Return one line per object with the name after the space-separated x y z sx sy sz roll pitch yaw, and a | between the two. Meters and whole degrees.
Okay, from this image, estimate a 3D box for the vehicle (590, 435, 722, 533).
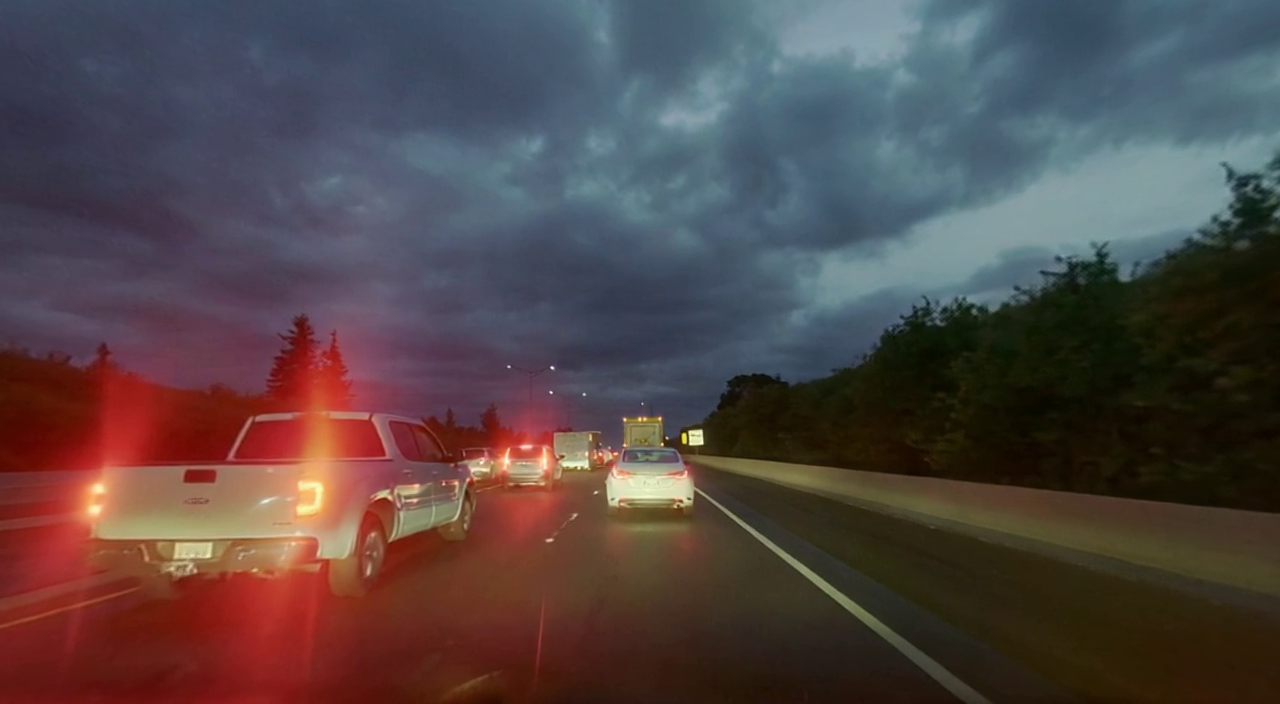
0.229 2.343 11.684 2.063 1.507 3.488 0 -9 -1 | vehicle

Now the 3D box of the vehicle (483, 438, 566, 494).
-3.634 3.673 20.586 1.963 1.627 3.849 0 -9 0 | vehicle

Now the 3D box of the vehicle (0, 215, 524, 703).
-3.065 1.054 6.915 2.289 2.757 6.726 0 -9 0 | vehicle

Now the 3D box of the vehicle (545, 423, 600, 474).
-3.667 5.405 35.315 2.290 2.613 5.975 0 -9 1 | vehicle
